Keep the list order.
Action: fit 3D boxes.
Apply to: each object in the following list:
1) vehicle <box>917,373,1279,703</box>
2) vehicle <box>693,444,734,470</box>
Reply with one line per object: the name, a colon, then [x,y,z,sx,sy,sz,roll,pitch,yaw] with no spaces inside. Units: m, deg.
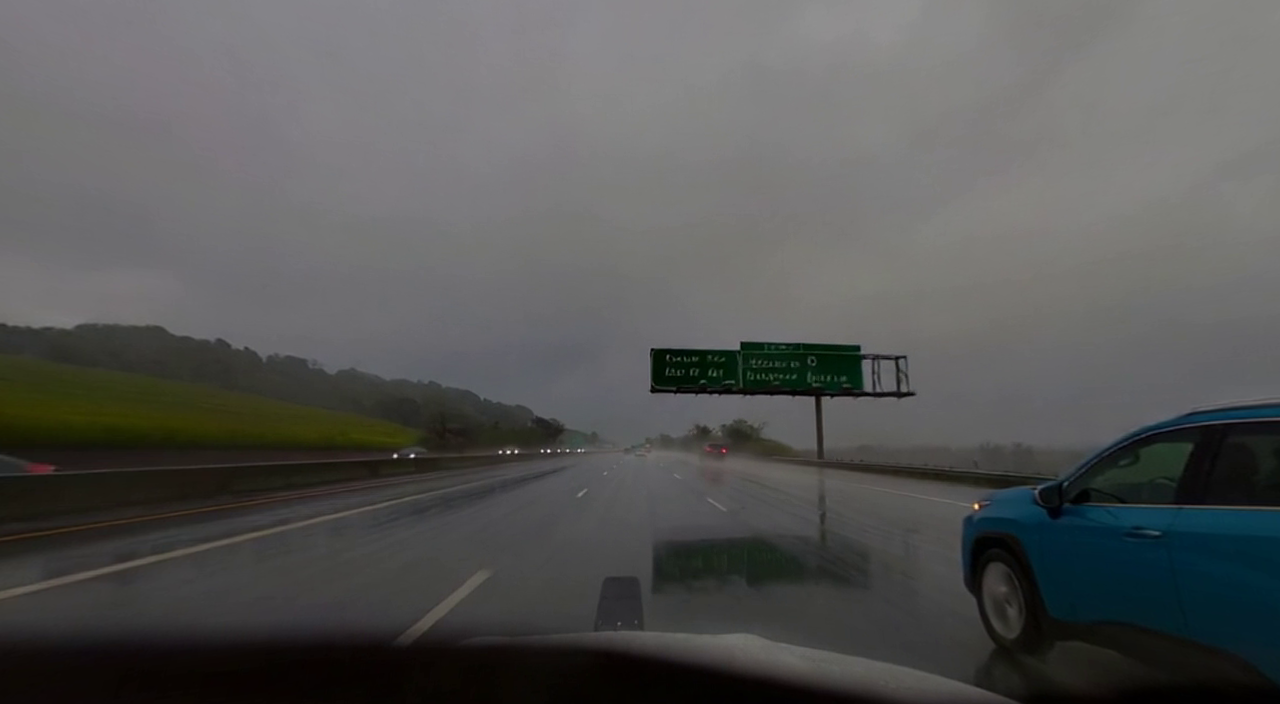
vehicle: [3.430,1.113,3.506,1.784,1.733,4.141,0,-9,-1]
vehicle: [4.973,7.178,43.015,2.006,1.652,4.417,0,-9,-3]
